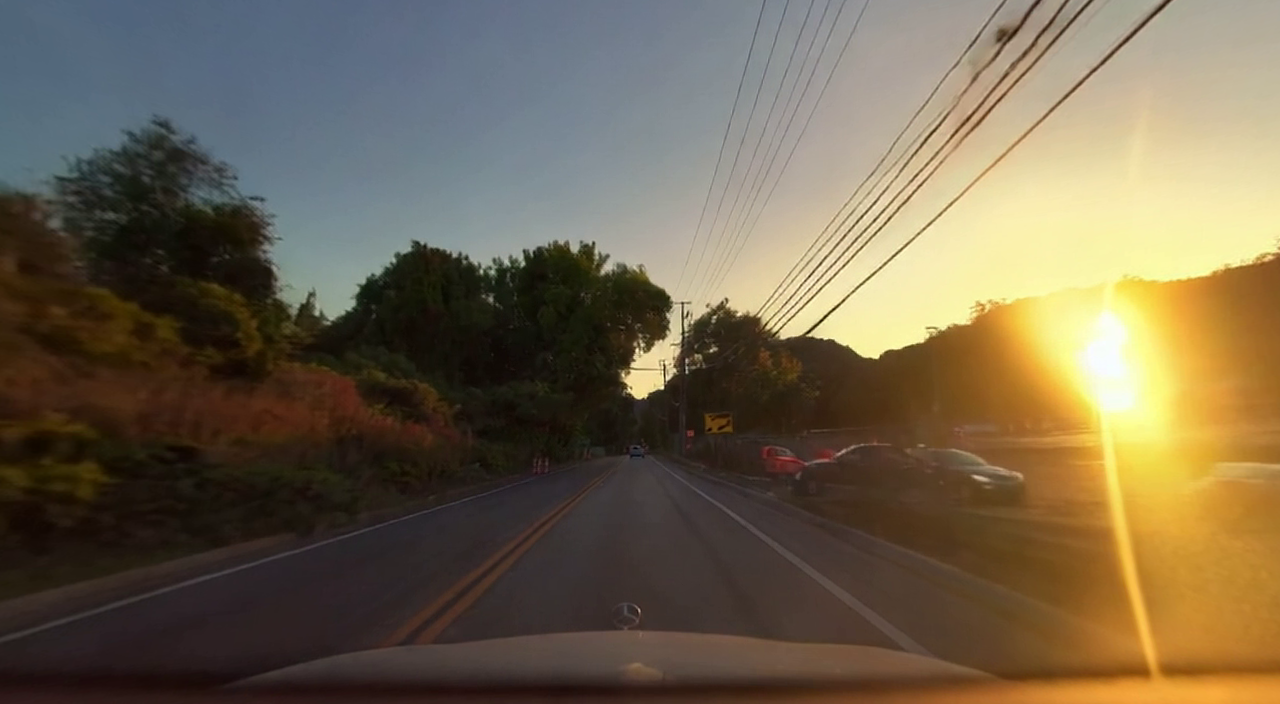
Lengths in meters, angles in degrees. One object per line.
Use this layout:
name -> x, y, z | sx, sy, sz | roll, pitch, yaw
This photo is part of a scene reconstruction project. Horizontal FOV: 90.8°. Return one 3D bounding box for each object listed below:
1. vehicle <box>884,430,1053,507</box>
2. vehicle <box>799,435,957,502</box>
vehicle -> 8.886, 3.170, 17.009 | 4.536, 1.796, 1.988 | 8, -13, -33
vehicle -> 7.261, 3.523, 19.193 | 4.620, 1.820, 1.917 | 6, -10, -29
